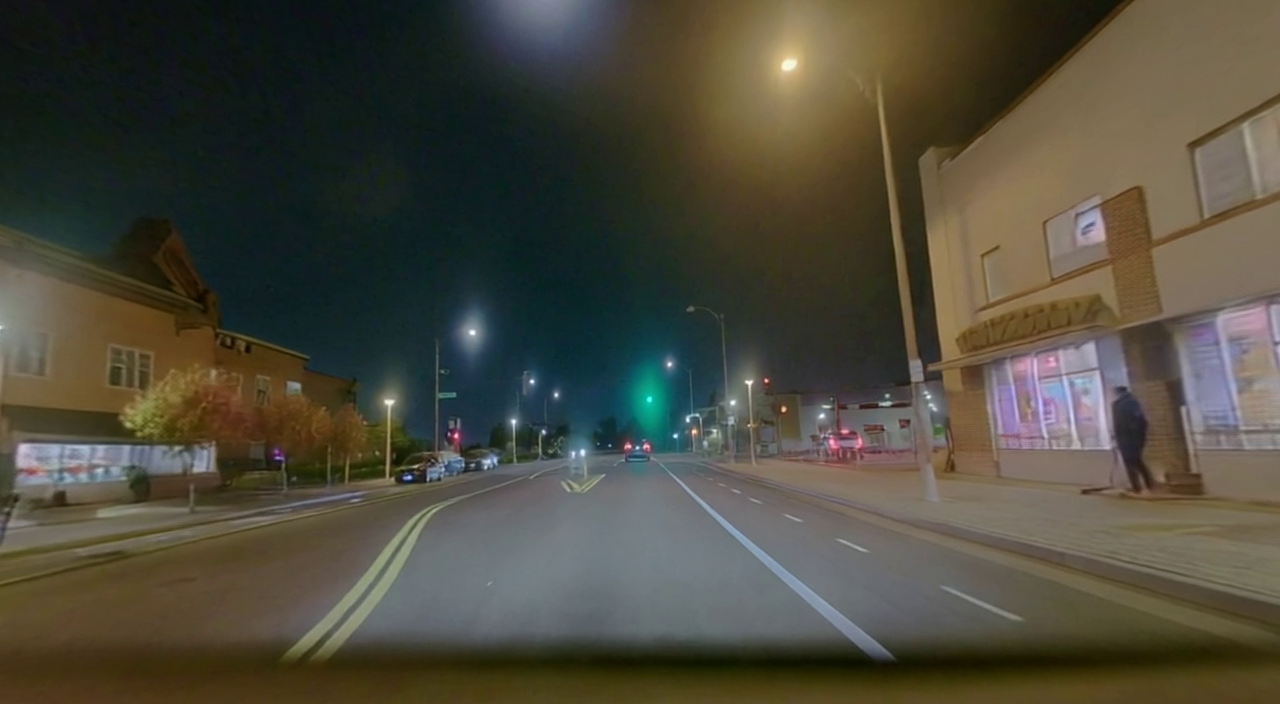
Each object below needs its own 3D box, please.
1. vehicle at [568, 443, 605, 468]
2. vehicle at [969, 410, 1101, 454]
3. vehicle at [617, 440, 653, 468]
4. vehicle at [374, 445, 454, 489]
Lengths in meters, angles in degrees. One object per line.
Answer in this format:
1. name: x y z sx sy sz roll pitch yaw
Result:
1. vehicle: -3.203 6.308 38.730 1.987 1.461 4.228 0 -8 -1
2. vehicle: 16.697 3.433 26.887 4.135 1.753 2.122 0 -8 2
3. vehicle: -0.273 6.229 38.850 2.105 1.611 3.750 0 -8 0
4. vehicle: -10.881 5.523 30.837 2.033 1.930 4.786 0 -8 1
